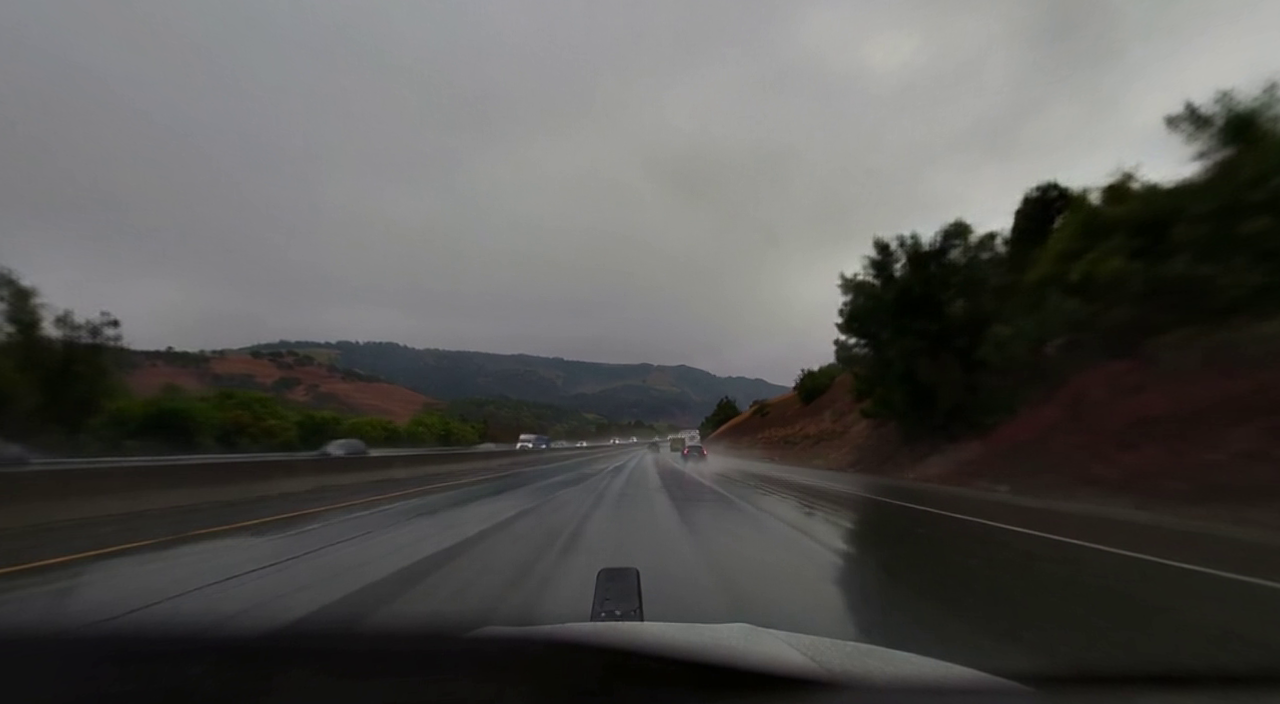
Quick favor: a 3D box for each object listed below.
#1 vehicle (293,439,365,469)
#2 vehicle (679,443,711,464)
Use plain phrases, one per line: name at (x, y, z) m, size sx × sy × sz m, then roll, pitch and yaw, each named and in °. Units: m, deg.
vehicle at (-19.218, 6.301, 39.136) m, size 1.966 × 1.693 × 4.555 m, roll 0°, pitch -8°, yaw 3°
vehicle at (4.199, 7.771, 48.452) m, size 1.943 × 1.490 × 4.246 m, roll 0°, pitch -8°, yaw -1°
